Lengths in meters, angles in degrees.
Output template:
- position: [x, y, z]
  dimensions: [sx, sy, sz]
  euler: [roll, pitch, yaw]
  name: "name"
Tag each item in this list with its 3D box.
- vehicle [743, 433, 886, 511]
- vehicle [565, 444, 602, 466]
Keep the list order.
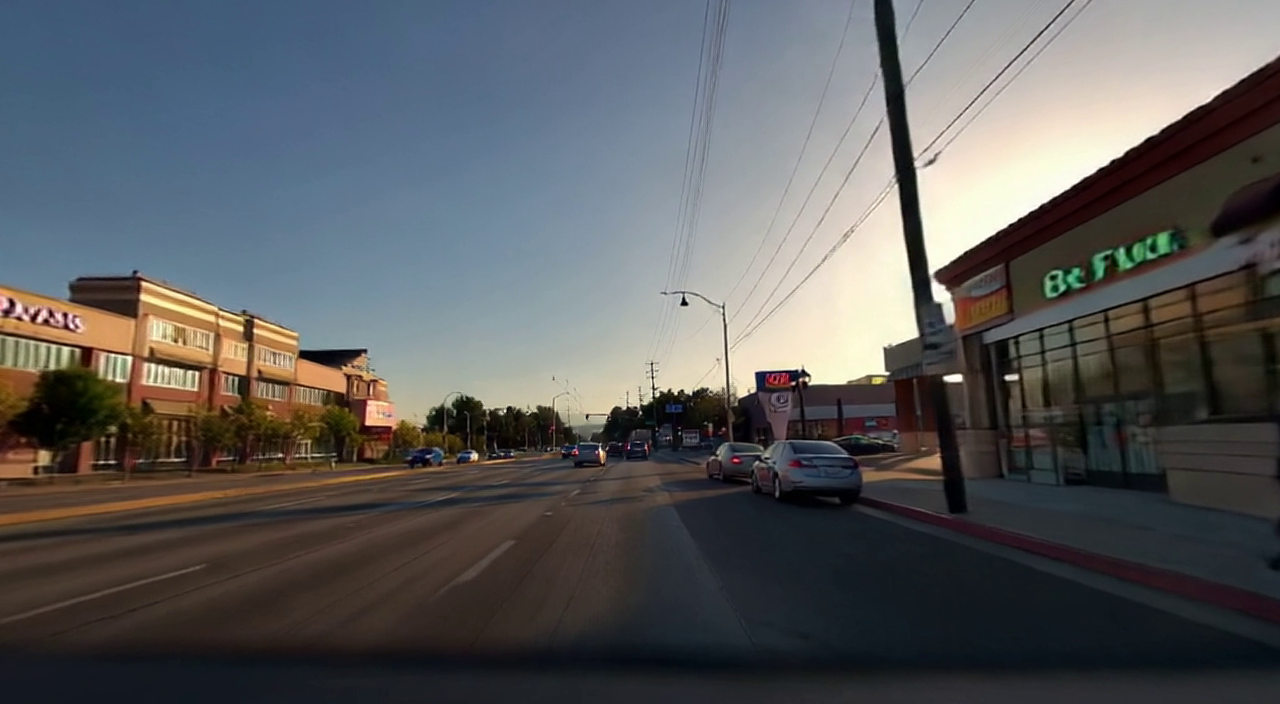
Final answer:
- position: [3.804, 2.718, 14.800]
  dimensions: [1.922, 1.507, 4.824]
  euler: [0, -9, -1]
  name: "vehicle"
- position: [-3.869, 7.190, 44.250]
  dimensions: [2.179, 1.490, 4.742]
  euler: [0, -9, 0]
  name: "vehicle"
